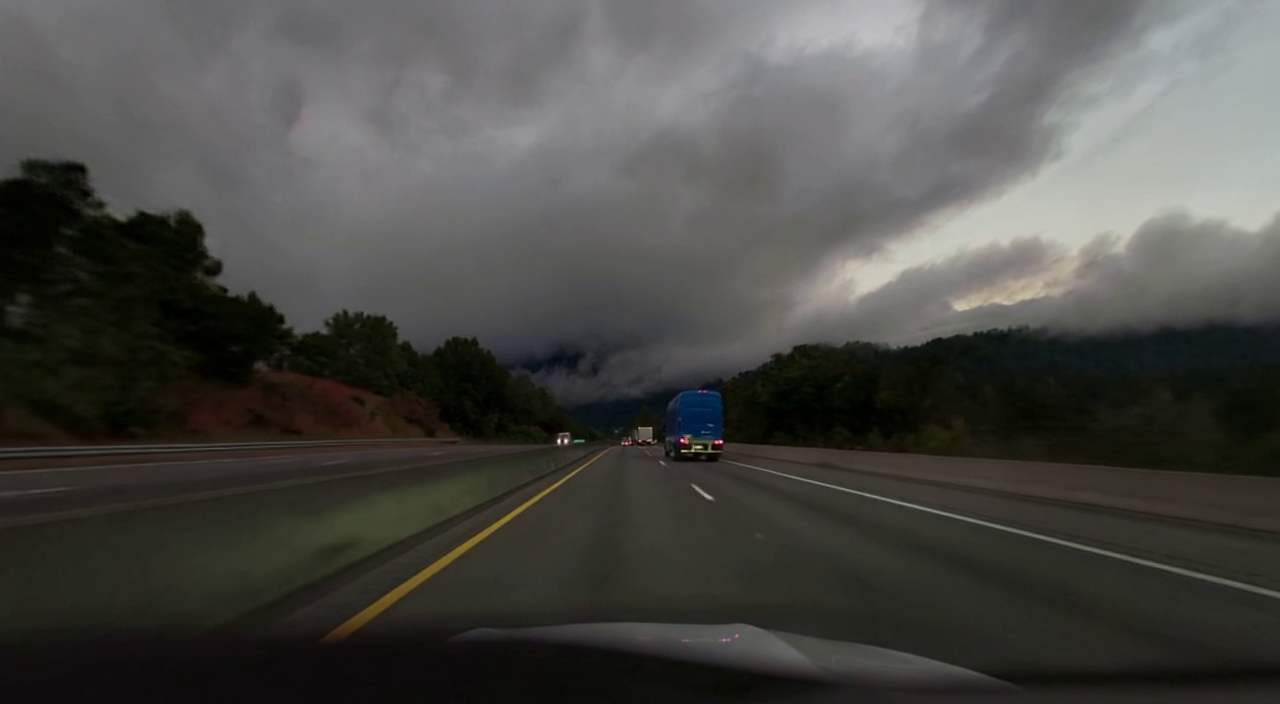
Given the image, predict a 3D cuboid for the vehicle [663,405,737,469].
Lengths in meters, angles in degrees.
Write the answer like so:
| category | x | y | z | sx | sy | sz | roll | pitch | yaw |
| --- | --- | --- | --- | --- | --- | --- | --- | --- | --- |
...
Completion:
| category | x | y | z | sx | sy | sz | roll | pitch | yaw |
| --- | --- | --- | --- | --- | --- | --- | --- | --- | --- |
| vehicle | 2.553 | 3.872 | 28.753 | 2.570 | 2.596 | 6.082 | 0 | -8 | -2 |
